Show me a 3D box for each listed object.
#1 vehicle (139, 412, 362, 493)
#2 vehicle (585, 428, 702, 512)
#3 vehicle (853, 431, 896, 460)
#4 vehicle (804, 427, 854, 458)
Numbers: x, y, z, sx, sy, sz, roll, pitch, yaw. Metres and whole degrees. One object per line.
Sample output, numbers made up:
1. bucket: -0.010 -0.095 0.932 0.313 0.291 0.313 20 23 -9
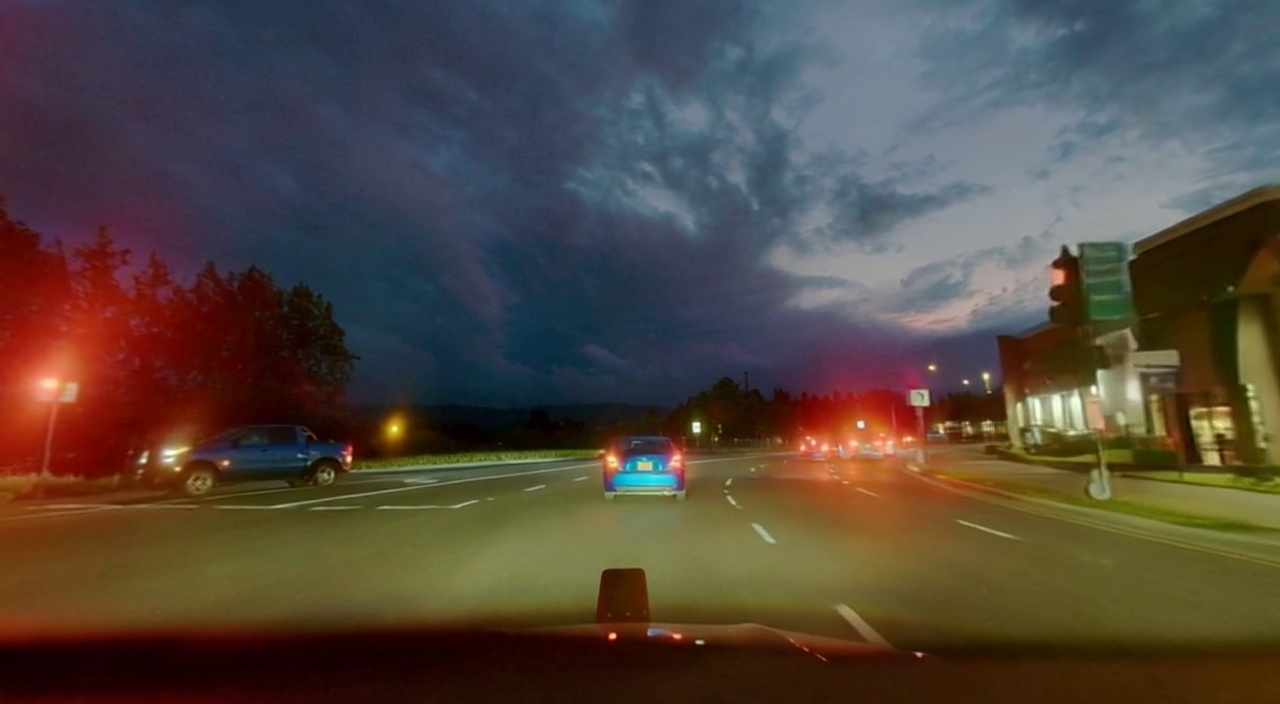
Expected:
1. vehicle: -15.209 3.975 25.333 2.287 2.780 7.166 -6 -10 32
2. vehicle: 0.133 2.428 13.405 2.118 1.480 3.949 -1 -8 2
3. vehicle: 13.603 5.419 36.476 1.822 1.555 3.574 -5 -9 27
4. vehicle: 12.047 5.754 39.886 2.212 1.790 4.768 -4 -9 25
